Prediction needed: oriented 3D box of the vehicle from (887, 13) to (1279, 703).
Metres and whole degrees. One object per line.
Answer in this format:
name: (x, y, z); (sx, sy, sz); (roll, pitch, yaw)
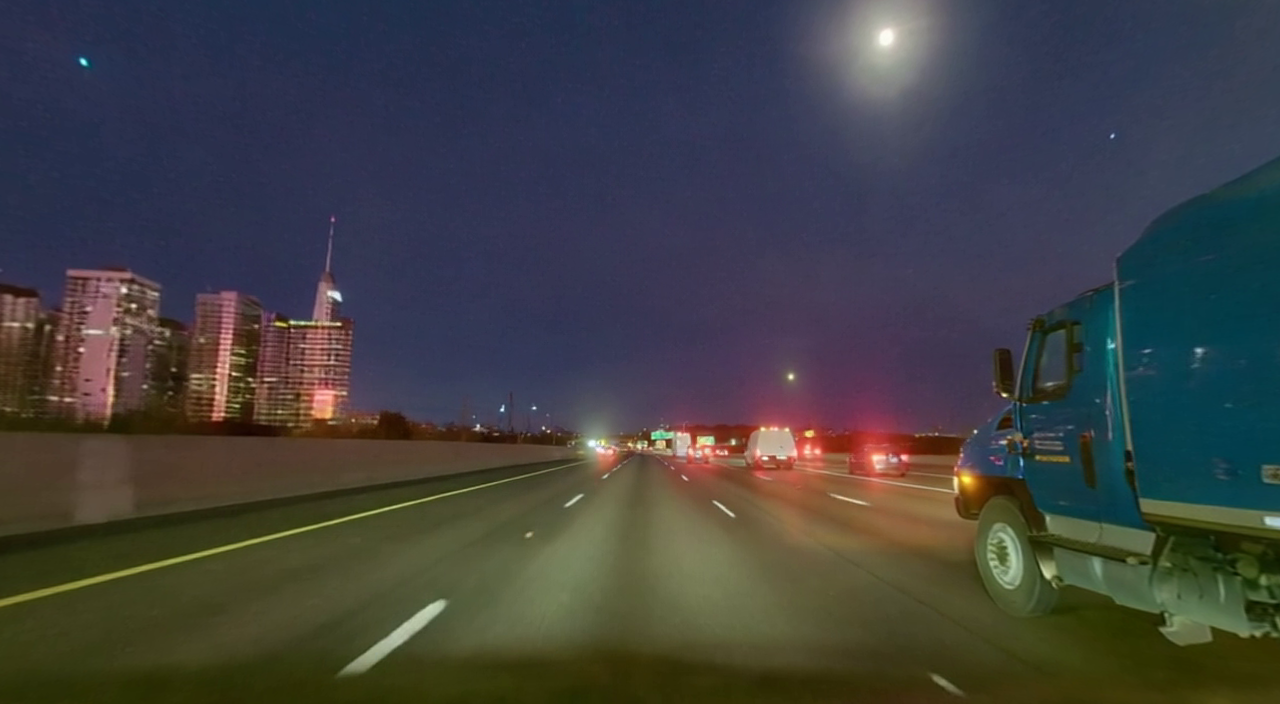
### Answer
vehicle: (3.367, 0.181, 1.664); (2.436, 2.745, 7.034); (0, -9, -1)

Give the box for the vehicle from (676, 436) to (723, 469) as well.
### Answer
vehicle: (3.814, 6.603, 41.622); (2.464, 1.961, 5.520); (0, -8, -1)

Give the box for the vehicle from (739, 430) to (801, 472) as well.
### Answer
vehicle: (7.338, 5.661, 36.262); (2.301, 2.203, 5.419); (0, -9, -1)

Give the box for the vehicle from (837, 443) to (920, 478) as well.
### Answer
vehicle: (10.786, 4.946, 28.947); (1.976, 1.474, 4.779); (0, -9, 1)
